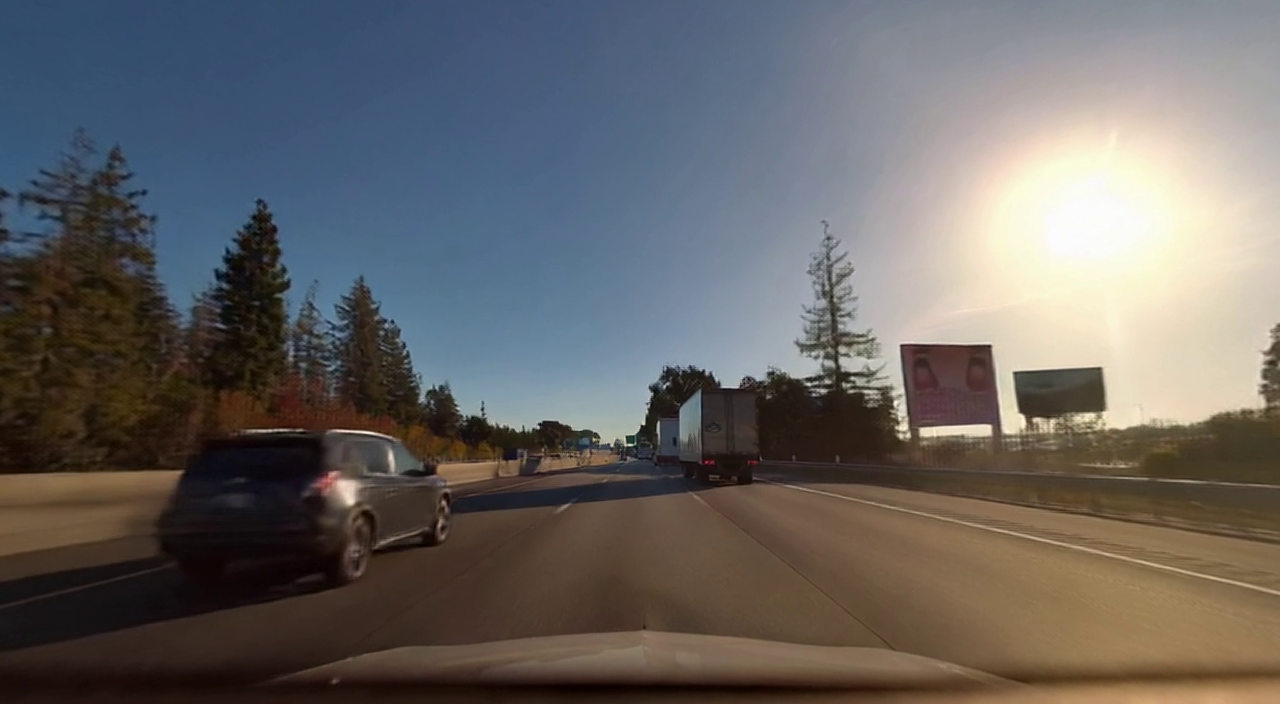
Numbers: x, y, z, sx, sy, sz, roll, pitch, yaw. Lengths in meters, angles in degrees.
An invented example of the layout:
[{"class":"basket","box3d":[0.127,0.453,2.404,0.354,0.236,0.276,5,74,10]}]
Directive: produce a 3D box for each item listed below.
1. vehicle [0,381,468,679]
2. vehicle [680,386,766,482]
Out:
[{"class":"vehicle","box3d":[-3.569,1.438,6.286,2.291,1.788,4.825,0,-9,1]},{"class":"vehicle","box3d":[4.096,4.707,35.018,2.826,4.269,14.176,0,-9,0]}]
